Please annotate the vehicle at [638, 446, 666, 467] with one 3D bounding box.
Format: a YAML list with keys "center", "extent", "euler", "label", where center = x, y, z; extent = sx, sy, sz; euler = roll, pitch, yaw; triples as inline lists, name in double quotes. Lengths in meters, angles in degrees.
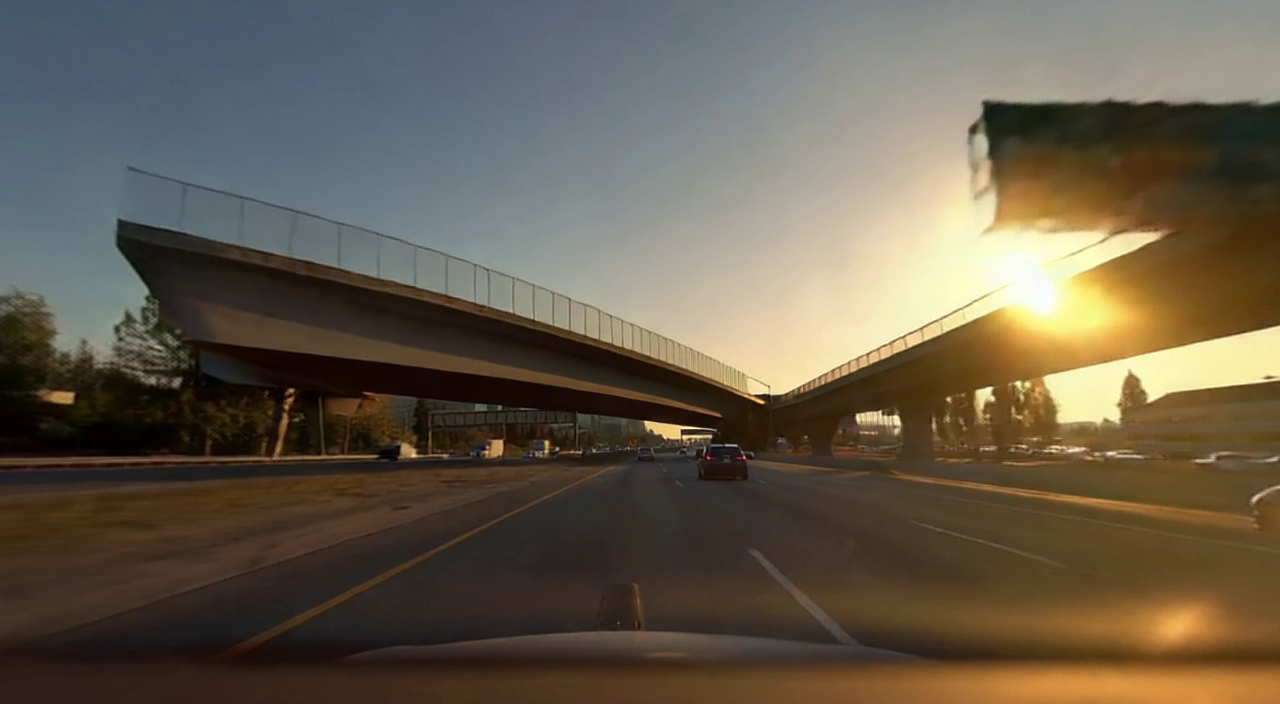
- center: [0.922, 8.059, 48.833]
  extent: [2.046, 1.475, 3.784]
  euler: [0, -9, 1]
  label: "vehicle"

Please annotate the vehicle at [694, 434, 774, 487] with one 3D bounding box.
- center: [3.376, 4.047, 23.786]
  extent: [2.226, 1.779, 4.835]
  euler: [0, -9, -1]
  label: "vehicle"
